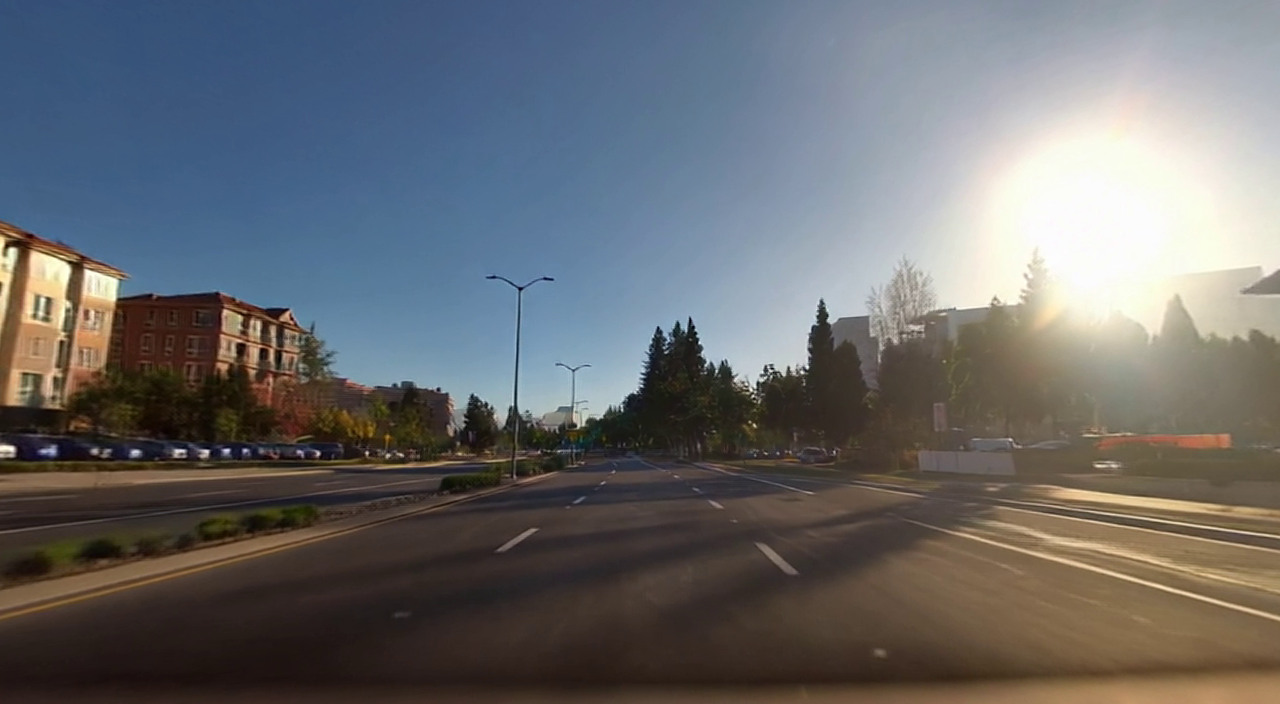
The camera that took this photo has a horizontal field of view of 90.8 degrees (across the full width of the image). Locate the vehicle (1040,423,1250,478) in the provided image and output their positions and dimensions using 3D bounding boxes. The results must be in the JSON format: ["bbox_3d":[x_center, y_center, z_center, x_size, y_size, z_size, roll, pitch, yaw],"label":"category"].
[{"bbox_3d":[38.110,7.578,48.711,3.455,3.683,12.209,5,-10,-24],"label":"vehicle"}]

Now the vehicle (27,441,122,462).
[{"bbox_3d":[-42.457,7.444,47.553,4.891,1.468,1.952,4,-10,-28],"label":"vehicle"}]
